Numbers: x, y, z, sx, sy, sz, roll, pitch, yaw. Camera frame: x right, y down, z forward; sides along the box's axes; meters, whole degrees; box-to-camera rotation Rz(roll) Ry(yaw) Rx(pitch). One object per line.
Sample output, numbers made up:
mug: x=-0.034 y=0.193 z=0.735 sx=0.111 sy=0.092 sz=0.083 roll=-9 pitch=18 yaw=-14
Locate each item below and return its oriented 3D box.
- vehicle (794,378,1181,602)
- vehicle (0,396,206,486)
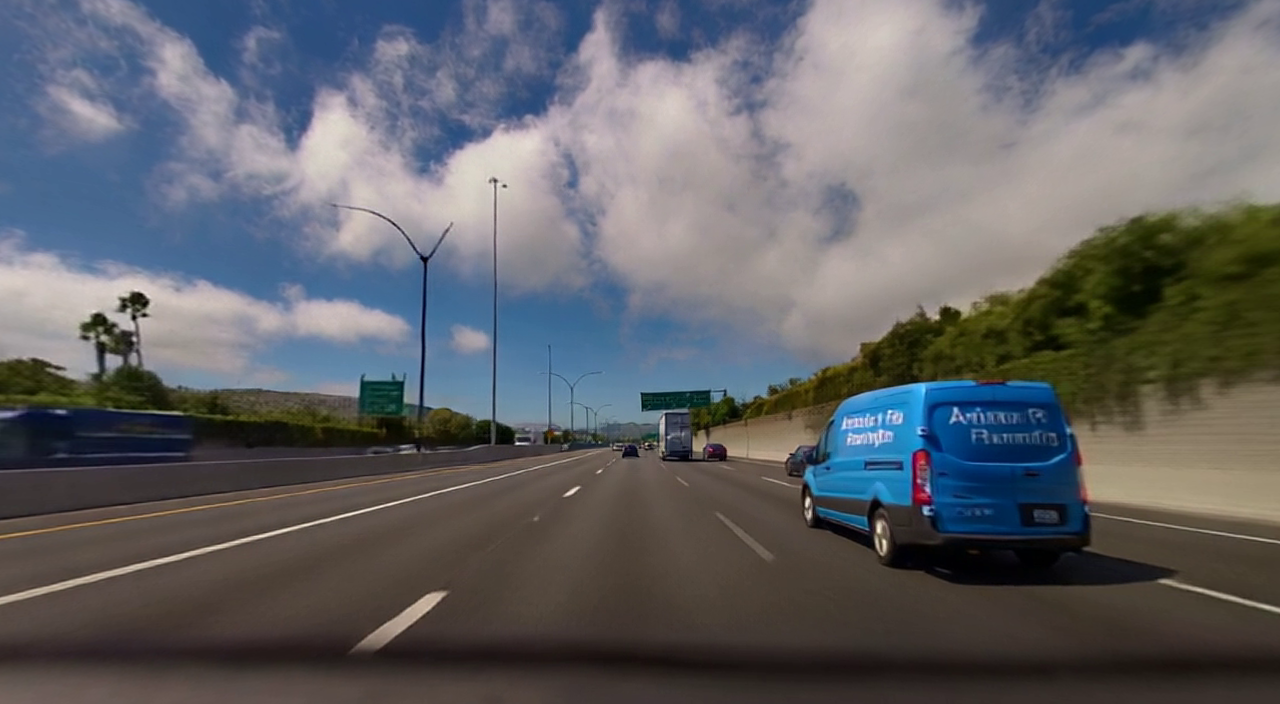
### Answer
vehicle: x=3.620 y=1.551 z=7.980 sx=2.035 sy=1.931 sz=4.841 roll=0 pitch=-8 yaw=-1
vehicle: x=-25.522 y=4.192 z=29.605 sx=2.963 sy=3.468 sz=10.441 roll=0 pitch=-8 yaw=0
